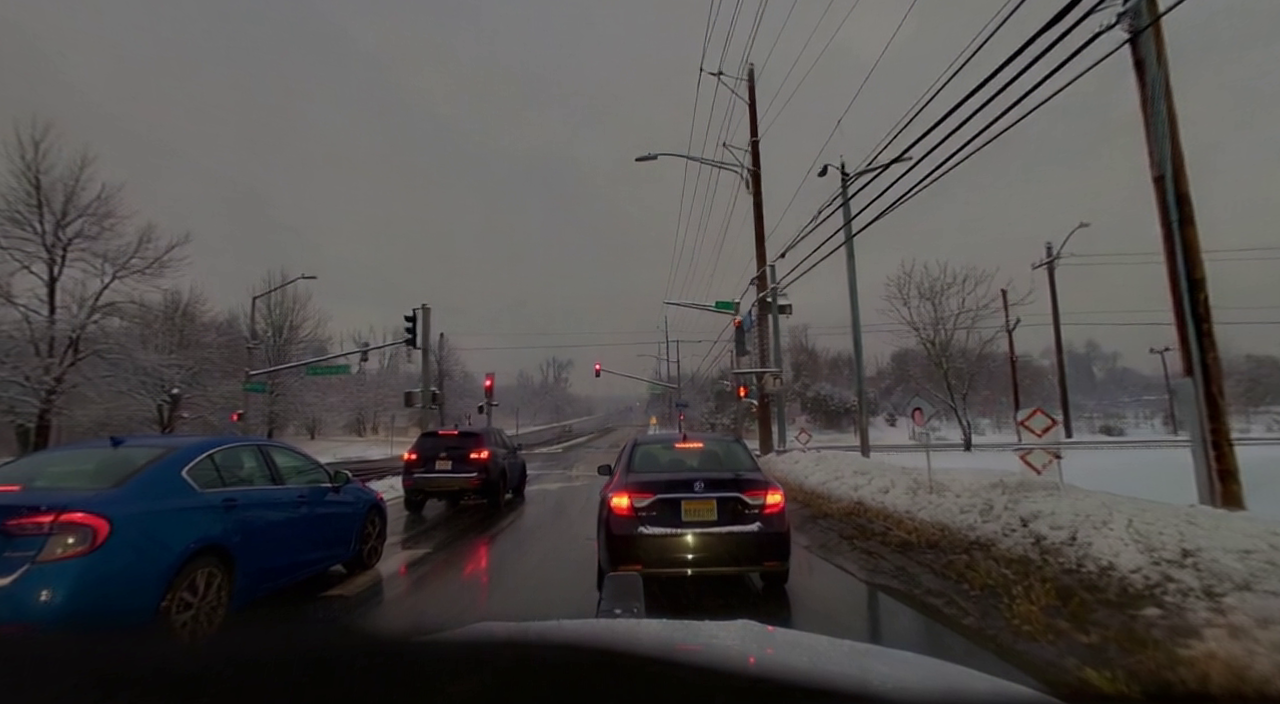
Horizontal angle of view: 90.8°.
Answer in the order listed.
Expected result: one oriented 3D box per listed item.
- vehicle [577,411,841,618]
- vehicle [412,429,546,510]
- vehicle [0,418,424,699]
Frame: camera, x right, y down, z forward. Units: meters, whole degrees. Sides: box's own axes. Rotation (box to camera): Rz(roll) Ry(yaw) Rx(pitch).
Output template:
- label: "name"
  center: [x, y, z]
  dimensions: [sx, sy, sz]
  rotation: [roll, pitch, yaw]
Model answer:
- label: "vehicle"
  center: [0.421, 1.520, 6.812]
  dimensions: [1.998, 1.529, 3.960]
  rotation: [0, -9, -3]
- label: "vehicle"
  center: [-3.332, 2.515, 13.981]
  dimensions: [1.984, 1.505, 4.047]
  rotation: [0, -9, -2]
- label: "vehicle"
  center: [-3.704, 1.434, 5.685]
  dimensions: [1.956, 1.468, 4.585]
  rotation: [0, -9, -1]
